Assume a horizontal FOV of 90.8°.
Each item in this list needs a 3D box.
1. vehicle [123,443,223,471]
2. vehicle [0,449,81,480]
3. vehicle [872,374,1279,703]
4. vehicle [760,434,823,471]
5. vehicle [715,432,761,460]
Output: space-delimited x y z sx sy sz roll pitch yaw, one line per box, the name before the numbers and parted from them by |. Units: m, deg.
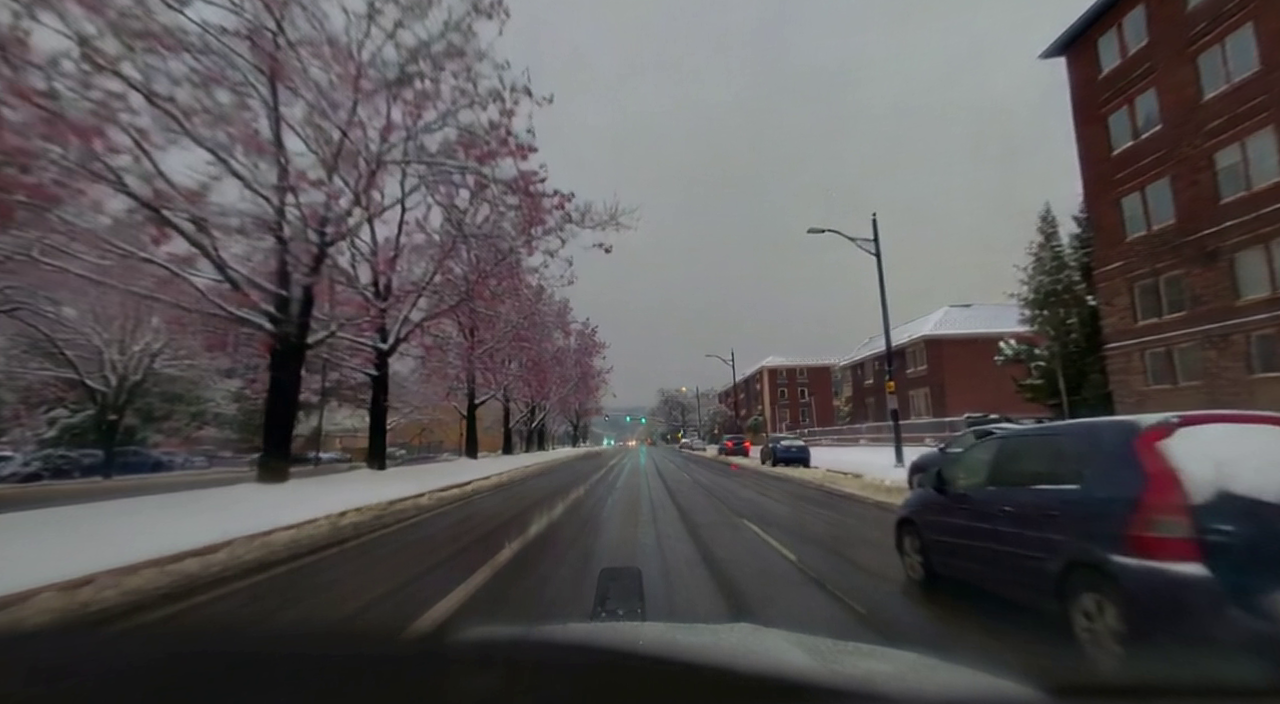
vehicle | -33.620 7.564 45.599 5.605 1.774 2.197 -3 -9 3
vehicle | -33.788 6.153 34.708 4.339 1.608 1.871 0 -8 2
vehicle | 3.687 1.207 5.174 1.984 1.580 4.413 0 -8 2
vehicle | 7.293 4.879 30.777 1.940 1.647 4.309 0 -8 -1
vehicle | 7.069 6.879 46.154 2.450 1.892 5.107 0 -8 -2
